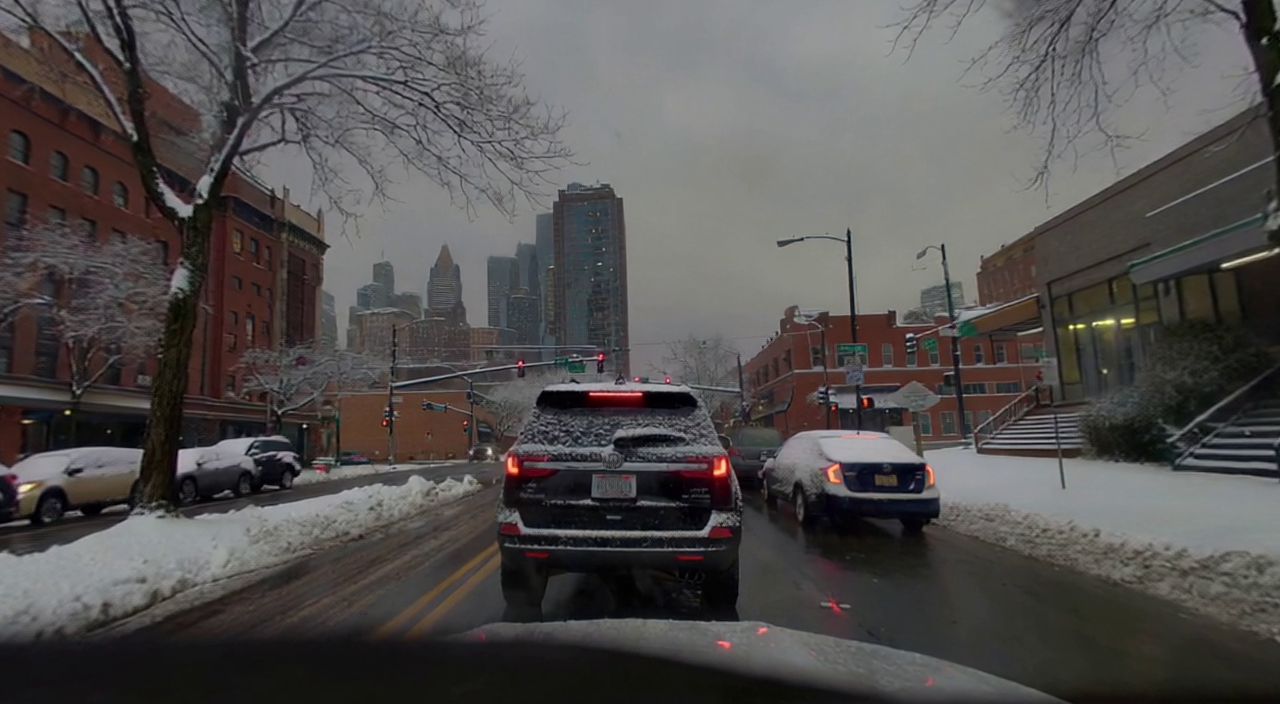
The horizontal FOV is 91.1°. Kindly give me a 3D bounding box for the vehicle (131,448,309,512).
[{"bbox_3d":[-12.459,3.779,19.123,2.207,1.648,4.675,0,-8,-1],"label":"vehicle"}]

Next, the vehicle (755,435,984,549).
[{"bbox_3d":[3.294,2.082,10.074,2.056,1.422,4.130,0,-8,-1],"label":"vehicle"}]

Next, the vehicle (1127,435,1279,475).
[{"bbox_3d":[22.173,4.048,24.953,4.055,1.469,1.848,-4,-9,26],"label":"vehicle"}]

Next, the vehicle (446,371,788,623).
[{"bbox_3d":[-0.158,1.357,6.759,2.453,1.816,4.300,0,-8,0],"label":"vehicle"}]

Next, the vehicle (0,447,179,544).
[{"bbox_3d":[-12.538,2.918,13.450,1.891,1.723,4.360,0,-8,1],"label":"vehicle"}]
